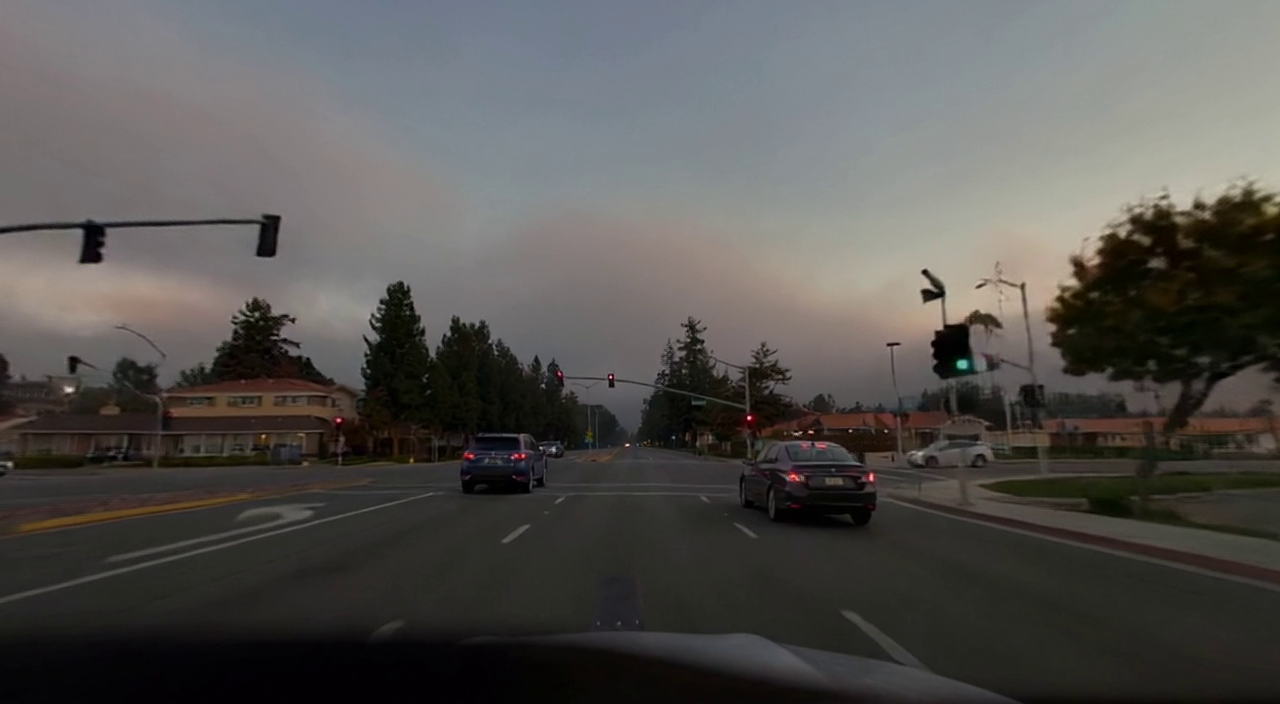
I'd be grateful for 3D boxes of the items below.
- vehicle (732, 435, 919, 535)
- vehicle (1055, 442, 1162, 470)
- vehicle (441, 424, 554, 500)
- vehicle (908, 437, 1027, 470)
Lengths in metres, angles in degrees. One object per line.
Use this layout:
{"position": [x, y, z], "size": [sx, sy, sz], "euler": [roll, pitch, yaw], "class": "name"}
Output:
{"position": [3.205, 2.408, 12.143], "size": [1.975, 1.502, 4.787], "euler": [0, -9, -2], "class": "vehicle"}
{"position": [28.297, 6.273, 38.273], "size": [4.874, 1.625, 1.930], "euler": [0, -9, 0], "class": "vehicle"}
{"position": [-3.711, 2.969, 17.400], "size": [1.997, 1.806, 4.500], "euler": [0, -9, 1], "class": "vehicle"}
{"position": [19.928, 6.228, 38.662], "size": [5.886, 1.798, 2.407], "euler": [-1, -9, 0], "class": "vehicle"}
